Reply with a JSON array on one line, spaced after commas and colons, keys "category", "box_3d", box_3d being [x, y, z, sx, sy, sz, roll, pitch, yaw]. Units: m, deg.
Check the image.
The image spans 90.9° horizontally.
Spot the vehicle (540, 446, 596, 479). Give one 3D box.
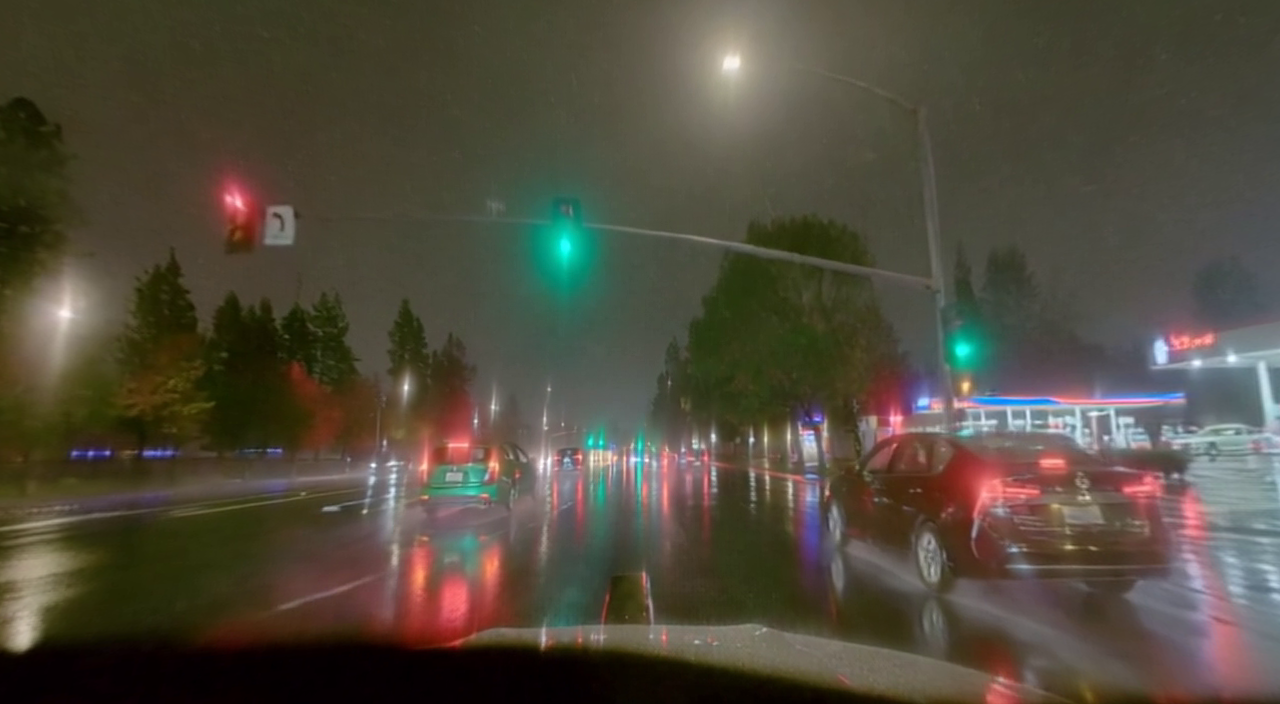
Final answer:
[{"category": "vehicle", "box_3d": [-3.316, 5.183, 29.955, 1.995, 1.436, 4.500, 0, -8, 1]}]

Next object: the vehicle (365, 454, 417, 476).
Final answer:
[{"category": "vehicle", "box_3d": [-17.985, 8.153, 45.757, 1.858, 1.460, 4.447, -1, -8, 1]}]

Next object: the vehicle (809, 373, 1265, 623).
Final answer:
[{"category": "vehicle", "box_3d": [3.501, 1.389, 6.920, 1.992, 1.805, 4.549, 0, -8, 0]}]

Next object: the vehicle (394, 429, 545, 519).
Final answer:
[{"category": "vehicle", "box_3d": [-3.628, 2.701, 14.523, 2.023, 1.687, 4.874, 0, -8, 1]}]

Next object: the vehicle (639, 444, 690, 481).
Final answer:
[{"category": "vehicle", "box_3d": [0.950, 4.674, 26.890, 1.994, 1.433, 3.894, 0, -8, -1]}]

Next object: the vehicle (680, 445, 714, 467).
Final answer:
[{"category": "vehicle", "box_3d": [3.956, 7.299, 44.548, 1.920, 1.479, 4.548, 0, -8, 0]}]
